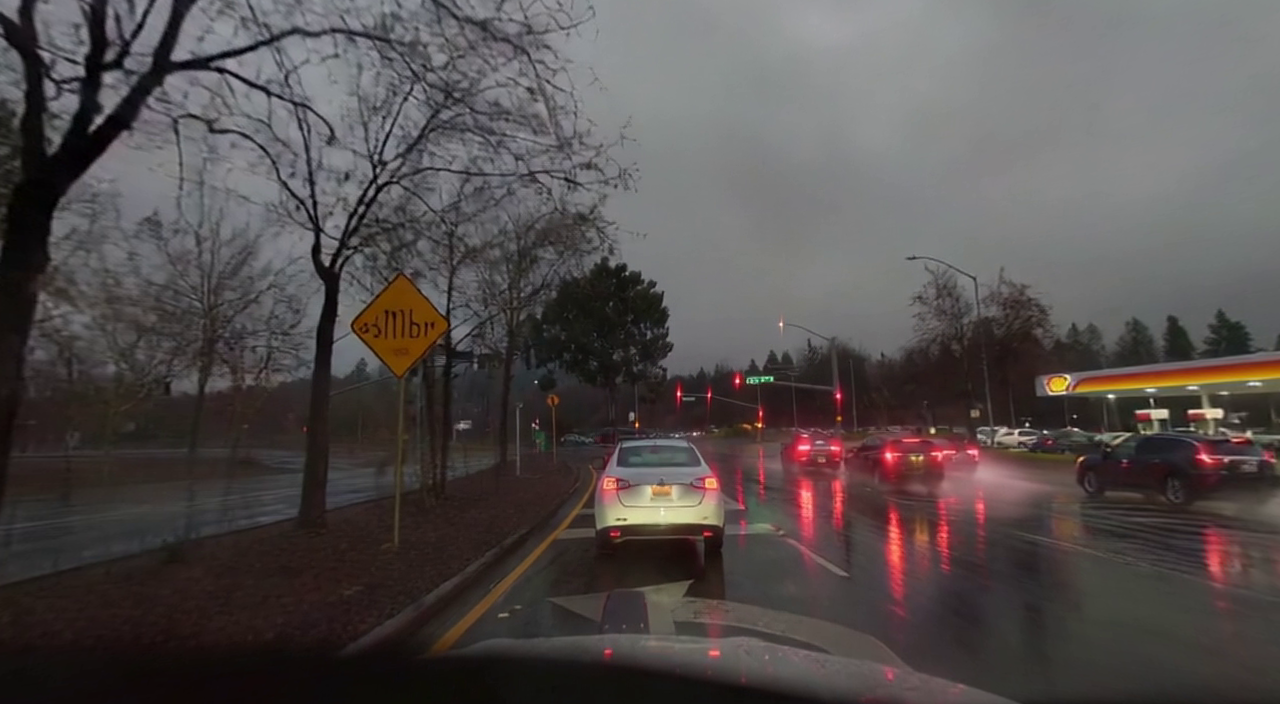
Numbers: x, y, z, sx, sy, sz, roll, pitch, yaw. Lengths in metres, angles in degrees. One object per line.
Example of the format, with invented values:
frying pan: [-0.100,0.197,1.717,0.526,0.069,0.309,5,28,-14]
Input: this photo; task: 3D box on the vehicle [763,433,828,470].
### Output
vehicle: [7.695,4.954,31.596,1.991,1.695,4.357,0,-9,-2]

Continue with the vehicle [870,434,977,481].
vehicle: [10.680,4.009,24.193,1.976,1.584,4.516,0,-9,0]

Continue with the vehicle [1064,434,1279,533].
vehicle: [10.596,2.345,11.918,1.880,1.472,4.694,0,-9,0]

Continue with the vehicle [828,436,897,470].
vehicle: [11.173,5.091,31.999,1.846,1.595,4.409,0,-9,-1]

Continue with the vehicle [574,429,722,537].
vehicle: [0.073,2.127,10.822,2.032,1.461,4.173,0,-9,-1]

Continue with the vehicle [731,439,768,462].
vehicle: [7.275,6.595,42.256,1.716,1.400,3.921,0,-9,-1]
